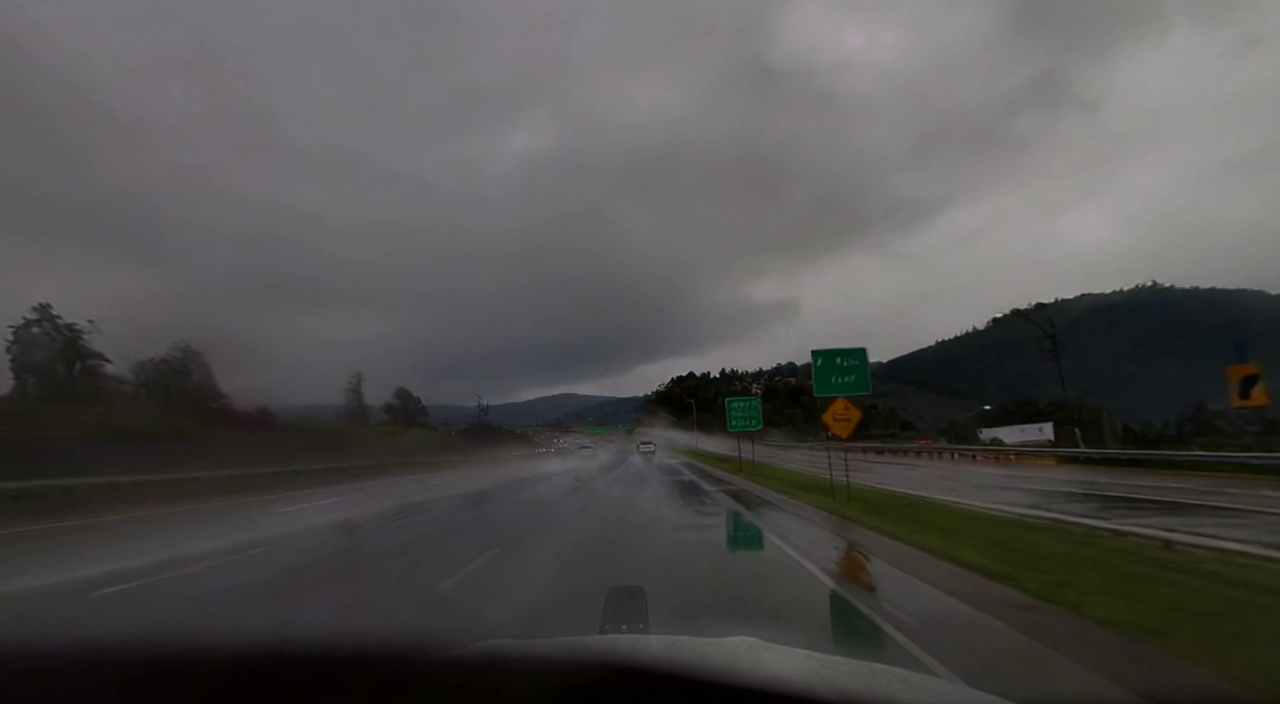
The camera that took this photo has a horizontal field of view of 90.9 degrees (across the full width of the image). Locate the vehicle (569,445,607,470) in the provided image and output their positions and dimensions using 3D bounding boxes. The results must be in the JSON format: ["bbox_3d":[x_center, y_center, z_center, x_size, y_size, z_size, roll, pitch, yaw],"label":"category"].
[{"bbox_3d":[-3.334,6.868,41.325,2.112,1.489,4.266,0,-8,0],"label":"vehicle"}]
